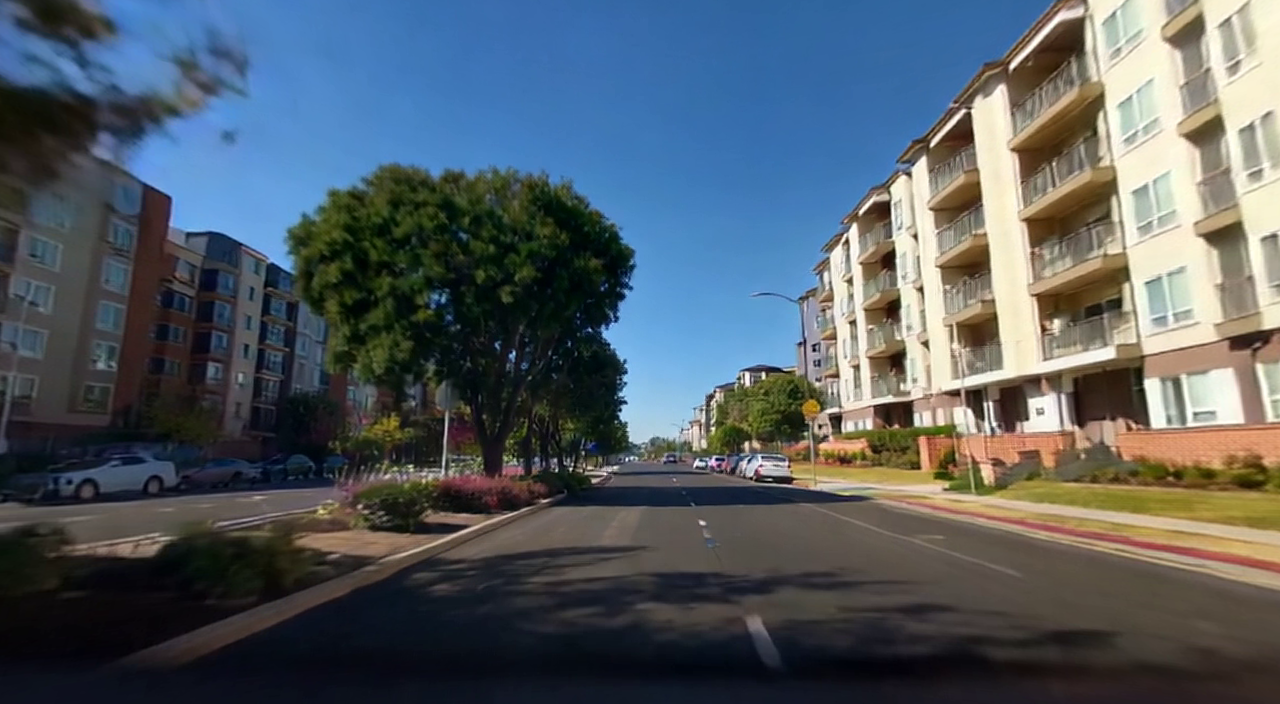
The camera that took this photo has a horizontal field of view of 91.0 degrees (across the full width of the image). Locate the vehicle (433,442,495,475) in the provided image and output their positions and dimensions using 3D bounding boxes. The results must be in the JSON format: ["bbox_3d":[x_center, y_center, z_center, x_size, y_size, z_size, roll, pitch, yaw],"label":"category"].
[{"bbox_3d":[-11.823,7.190,42.857,2.445,2.105,5.995,0,-9,0],"label":"vehicle"}]

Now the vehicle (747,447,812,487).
[{"bbox_3d":[7.060,5.833,32.430,2.241,1.877,4.810,0,-9,0],"label":"vehicle"}]

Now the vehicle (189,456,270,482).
[{"bbox_3d":[-25.761,7.317,39.675,1.931,1.427,4.578,0,-9,1],"label":"vehicle"}]

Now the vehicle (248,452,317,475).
[{"bbox_3d":[-25.543,7.948,45.155,1.939,1.514,4.793,0,-9,3],"label":"vehicle"}]

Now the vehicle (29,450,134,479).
[{"bbox_3d":[-32.473,6.528,36.692,1.836,1.533,4.324,-8,-12,43],"label":"vehicle"}]
